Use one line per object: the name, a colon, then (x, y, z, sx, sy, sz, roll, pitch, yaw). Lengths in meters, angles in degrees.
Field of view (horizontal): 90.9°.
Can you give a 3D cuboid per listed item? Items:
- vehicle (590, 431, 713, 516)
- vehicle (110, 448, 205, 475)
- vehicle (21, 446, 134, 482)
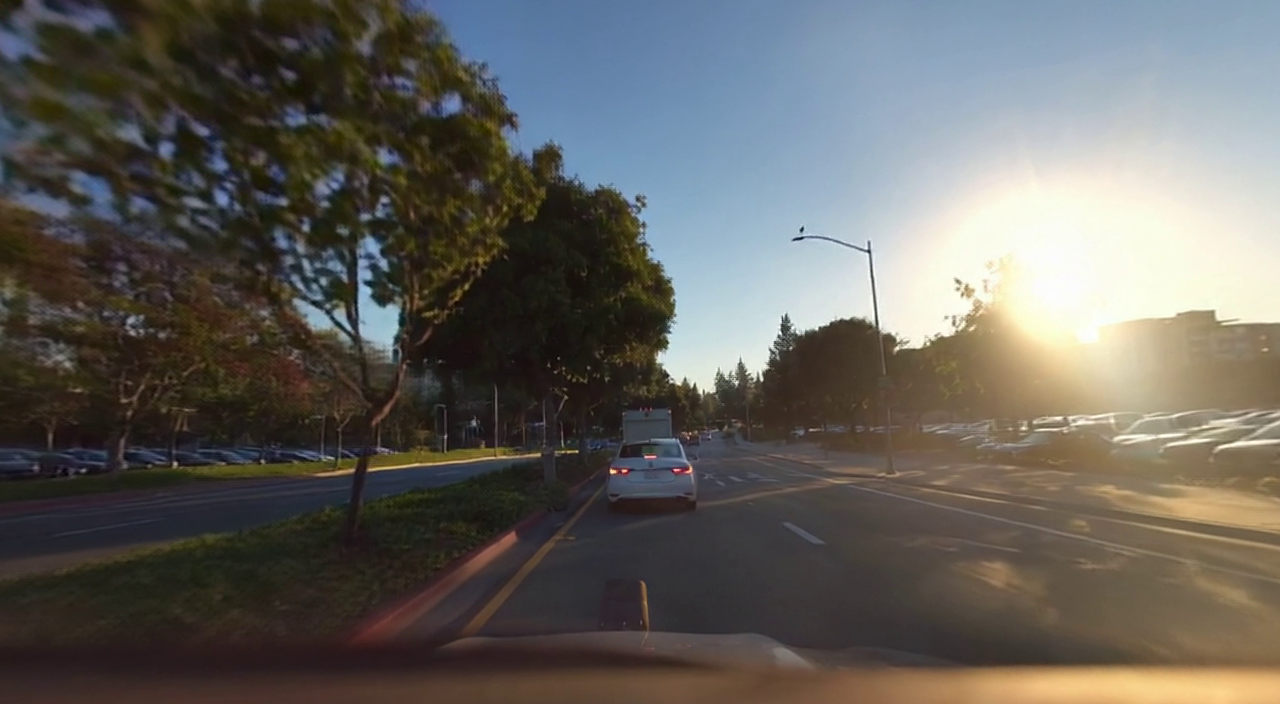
vehicle: (0.160, 2.381, 12.857, 2.093, 1.442, 3.977, 0, -8, -1)
vehicle: (-30.004, 6.802, 39.274, 4.342, 1.621, 1.967, -1, -8, 5)
vehicle: (-30.247, 6.021, 34.014, 4.266, 1.600, 1.877, -3, -8, -2)
